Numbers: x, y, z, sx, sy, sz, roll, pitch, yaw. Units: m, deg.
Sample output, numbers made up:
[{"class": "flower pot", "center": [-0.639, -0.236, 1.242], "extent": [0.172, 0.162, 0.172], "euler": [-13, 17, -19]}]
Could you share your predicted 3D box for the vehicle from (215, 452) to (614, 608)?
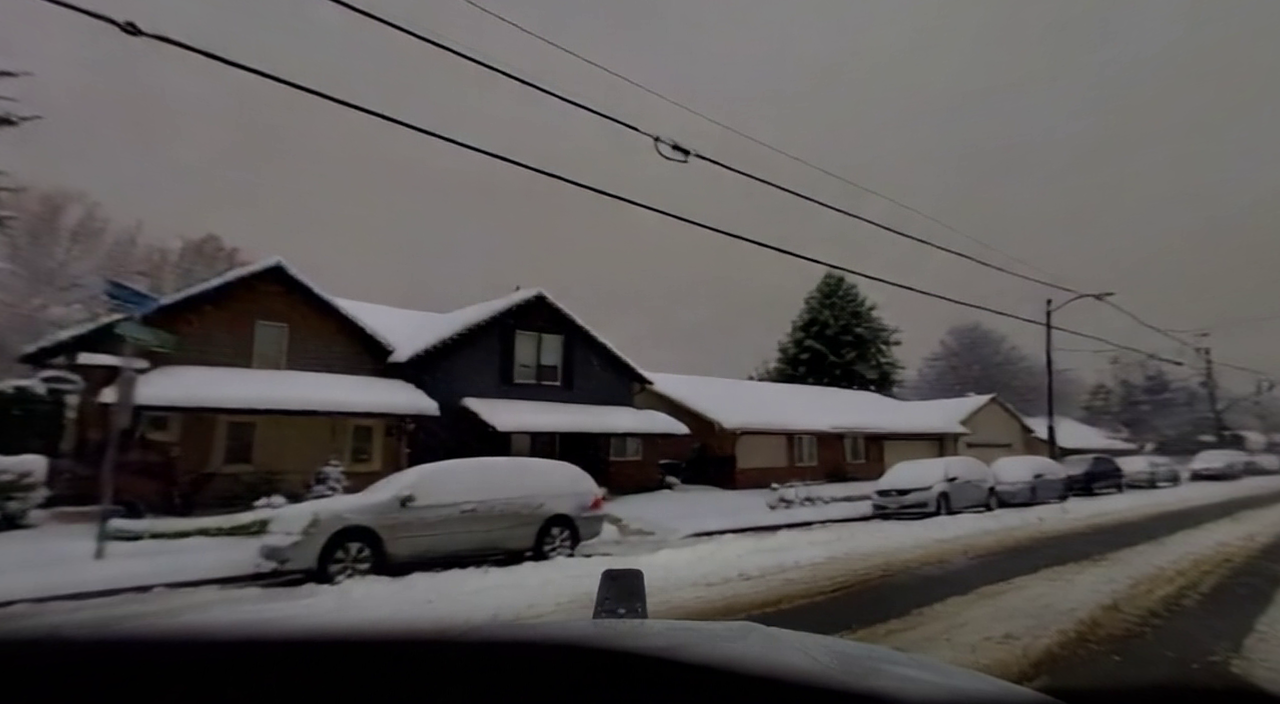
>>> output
[{"class": "vehicle", "center": [-2.670, 2.056, 8.167], "extent": [4.469, 1.391, 1.746], "euler": [6, -12, -38]}]

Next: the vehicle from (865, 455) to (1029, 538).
[{"class": "vehicle", "center": [7.881, 3.534, 16.074], "extent": [4.442, 1.675, 1.909], "euler": [6, -10, -38]}]

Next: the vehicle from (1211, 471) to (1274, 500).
[{"class": "vehicle", "center": [34.570, 7.608, 36.213], "extent": [4.357, 1.359, 1.958], "euler": [6, -10, -39]}]

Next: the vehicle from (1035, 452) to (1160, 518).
[{"class": "vehicle", "center": [15.971, 4.519, 21.969], "extent": [4.713, 1.923, 2.034], "euler": [6, -10, -36]}]

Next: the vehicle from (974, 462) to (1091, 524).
[{"class": "vehicle", "center": [11.790, 4.137, 18.904], "extent": [3.648, 1.502, 1.745], "euler": [6, -10, -38]}]
